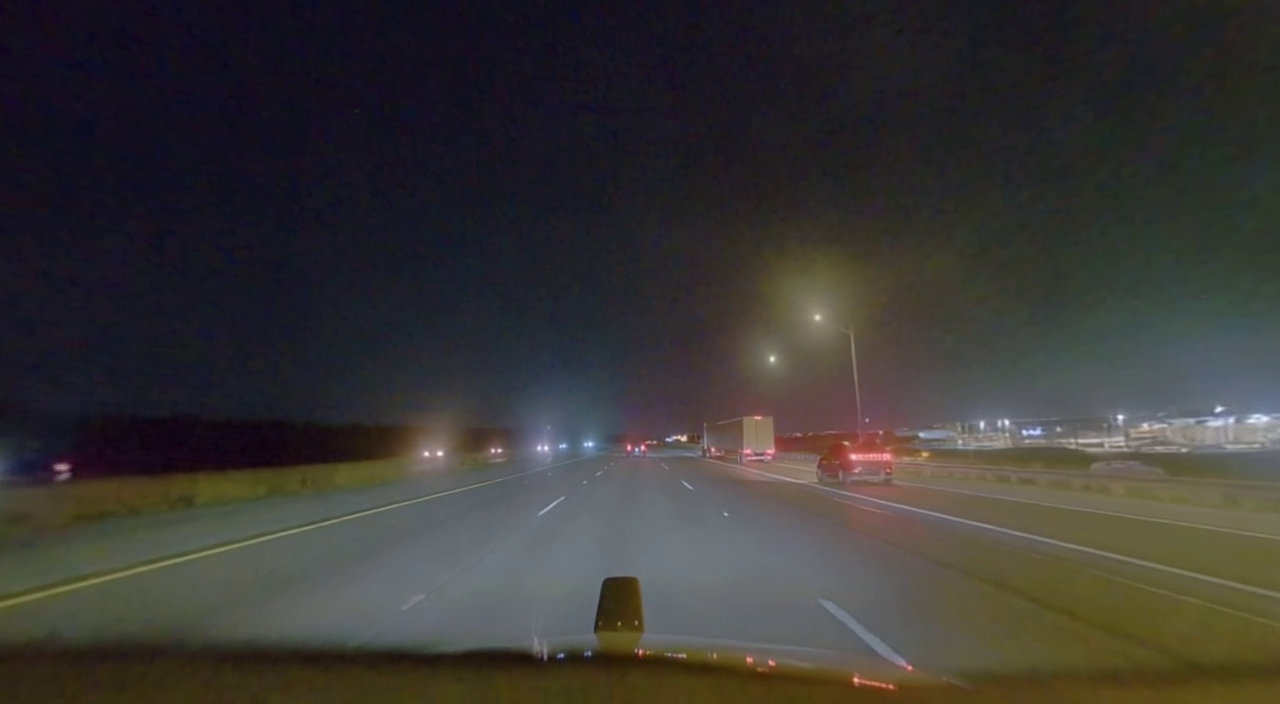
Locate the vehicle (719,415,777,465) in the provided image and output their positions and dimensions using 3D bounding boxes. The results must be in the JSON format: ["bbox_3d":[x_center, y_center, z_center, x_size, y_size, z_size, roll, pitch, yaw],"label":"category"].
[{"bbox_3d":[7.489,6.299,44.915,2.793,3.204,7.997,0,-8,1],"label":"vehicle"}]
